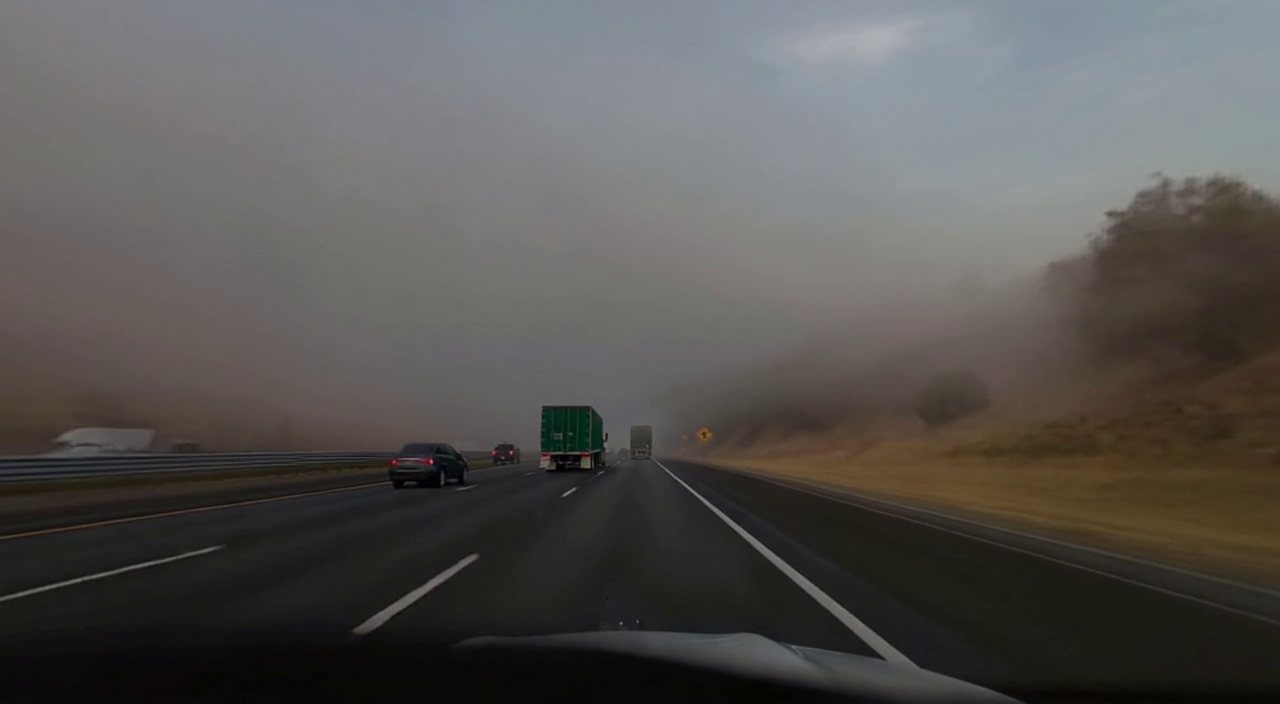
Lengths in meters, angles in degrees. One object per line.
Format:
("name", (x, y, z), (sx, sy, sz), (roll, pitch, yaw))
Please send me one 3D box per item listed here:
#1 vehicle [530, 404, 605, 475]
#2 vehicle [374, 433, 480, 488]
("vehicle", (-3.655, 4.892, 34.779), (2.789, 3.271, 10.894), (1, -9, 0))
("vehicle", (-7.531, 3.884, 22.849), (2.125, 1.725, 4.715), (1, -9, 1))
